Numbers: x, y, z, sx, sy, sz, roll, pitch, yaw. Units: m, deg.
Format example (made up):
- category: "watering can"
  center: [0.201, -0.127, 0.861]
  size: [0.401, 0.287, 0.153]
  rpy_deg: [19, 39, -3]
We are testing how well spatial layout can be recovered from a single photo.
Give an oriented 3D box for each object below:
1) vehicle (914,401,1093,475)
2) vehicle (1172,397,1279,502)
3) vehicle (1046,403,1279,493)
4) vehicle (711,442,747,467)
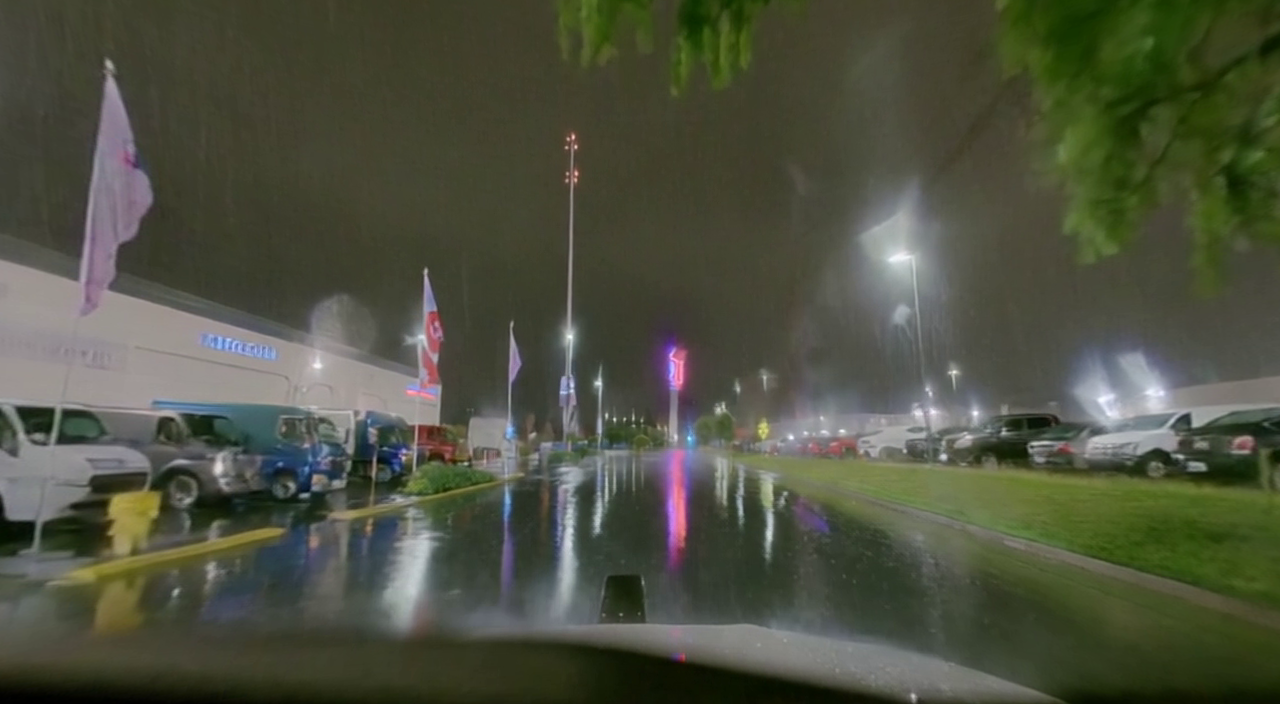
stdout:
- category: "vehicle"
  center: [12.283, 2.901, 21.249]
  size: [6.017, 2.202, 2.328]
  rpy_deg: [4, -10, -29]
- category: "vehicle"
  center: [12.342, 1.742, 11.477]
  size: [4.766, 1.676, 2.167]
  rpy_deg: [4, -9, -26]
- category: "vehicle"
  center: [12.178, 2.175, 14.478]
  size: [5.427, 1.722, 2.235]
  rpy_deg: [4, -9, -27]
- category: "vehicle"
  center: [6.299, 7.283, 45.139]
  size: [2.026, 1.659, 4.314]
  rpy_deg: [0, -8, 2]
